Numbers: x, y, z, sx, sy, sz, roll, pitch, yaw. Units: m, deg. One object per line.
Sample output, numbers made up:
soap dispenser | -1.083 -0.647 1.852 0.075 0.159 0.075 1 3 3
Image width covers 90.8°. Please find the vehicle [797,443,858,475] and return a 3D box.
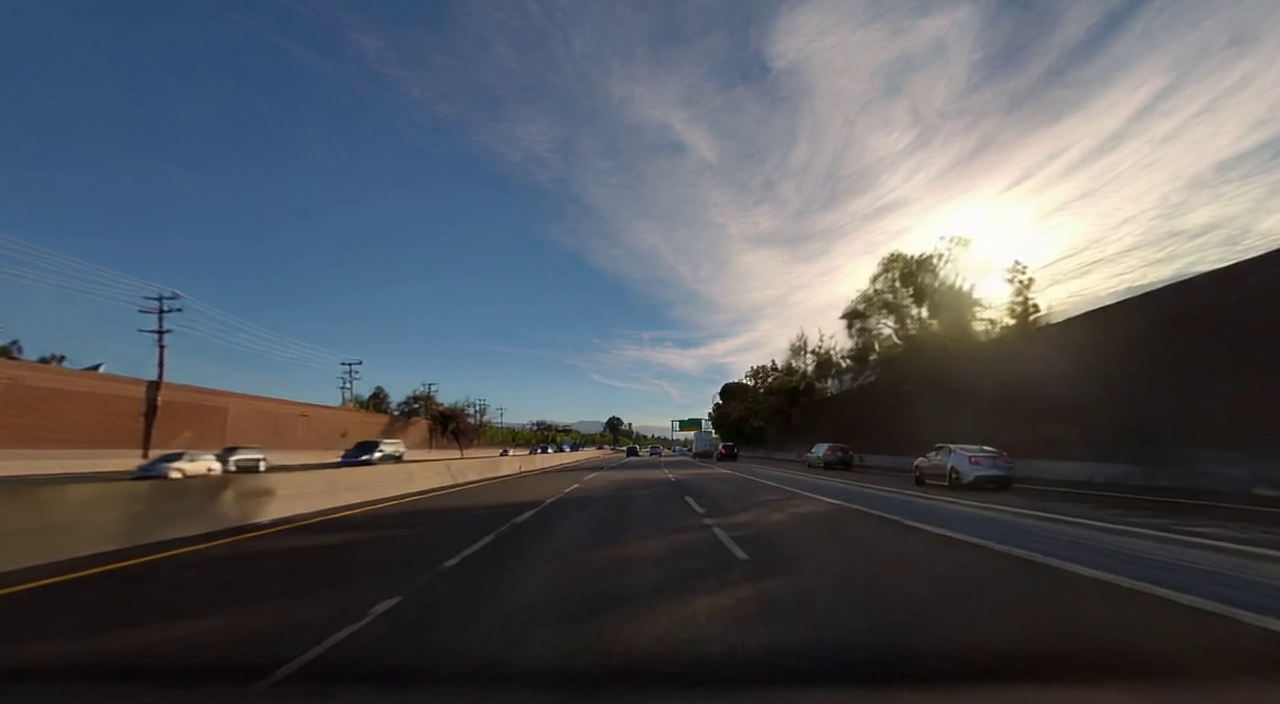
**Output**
vehicle | 10.958 6.256 37.215 2.151 1.734 4.519 0 -9 0

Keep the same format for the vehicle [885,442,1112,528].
vehicle | 7.169 2.674 13.374 2.047 1.479 4.593 0 -9 -1

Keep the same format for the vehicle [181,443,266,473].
vehicle | -25.606 6.517 39.075 2.010 1.692 4.699 0 -9 1

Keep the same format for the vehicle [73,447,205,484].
vehicle | -21.658 4.892 27.617 1.904 1.444 4.665 0 -9 1

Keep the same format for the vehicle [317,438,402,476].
vehicle | -15.018 5.652 34.237 2.175 1.897 5.074 0 -9 1
